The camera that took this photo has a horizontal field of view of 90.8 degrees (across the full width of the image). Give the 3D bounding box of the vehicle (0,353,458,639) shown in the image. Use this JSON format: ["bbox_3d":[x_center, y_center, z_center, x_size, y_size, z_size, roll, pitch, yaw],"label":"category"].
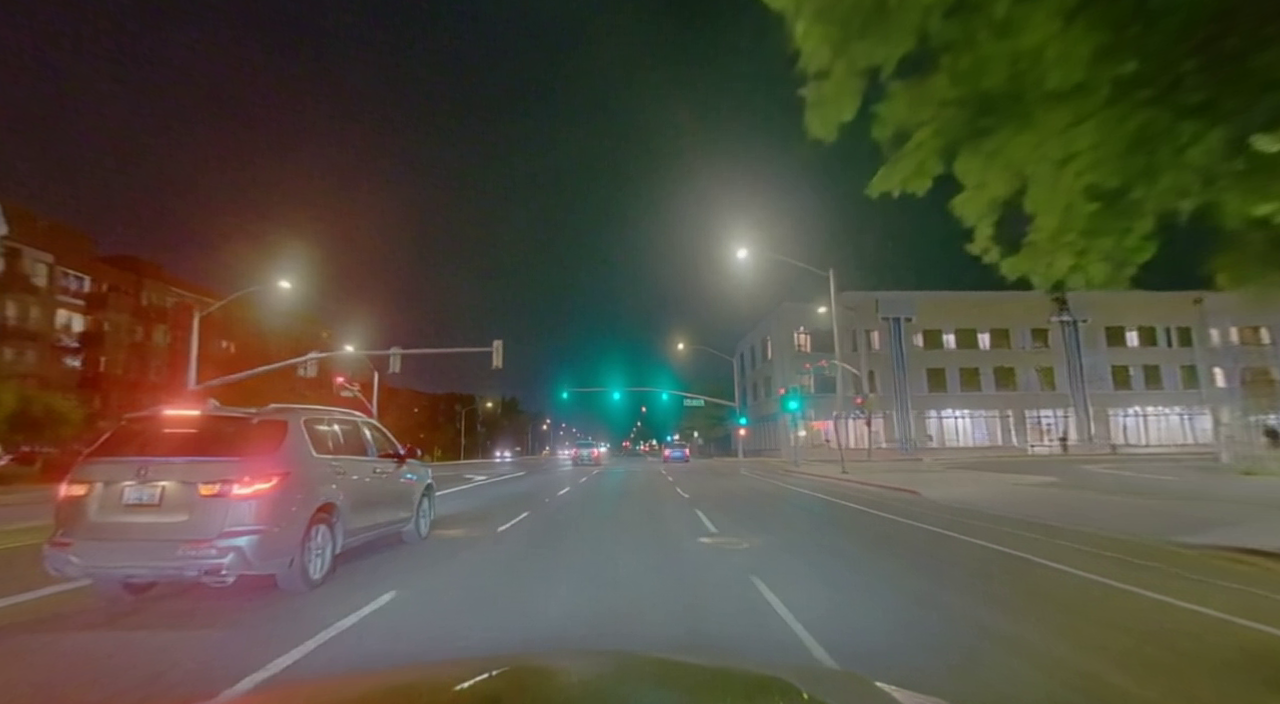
[{"bbox_3d":[-3.912,1.369,7.050,2.225,1.984,5.168,0,-8,0],"label":"vehicle"}]

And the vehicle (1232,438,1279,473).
[{"bbox_3d":[38.335,6.210,38.318,2.026,1.987,5.331,-5,-9,27],"label":"vehicle"}]

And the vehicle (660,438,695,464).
[{"bbox_3d":[2.513,6.808,43.589,2.018,1.719,4.369,0,-8,-2],"label":"vehicle"}]

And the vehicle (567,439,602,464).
[{"bbox_3d":[-3.917,7.095,45.159,2.083,1.685,4.069,0,-8,1],"label":"vehicle"}]
